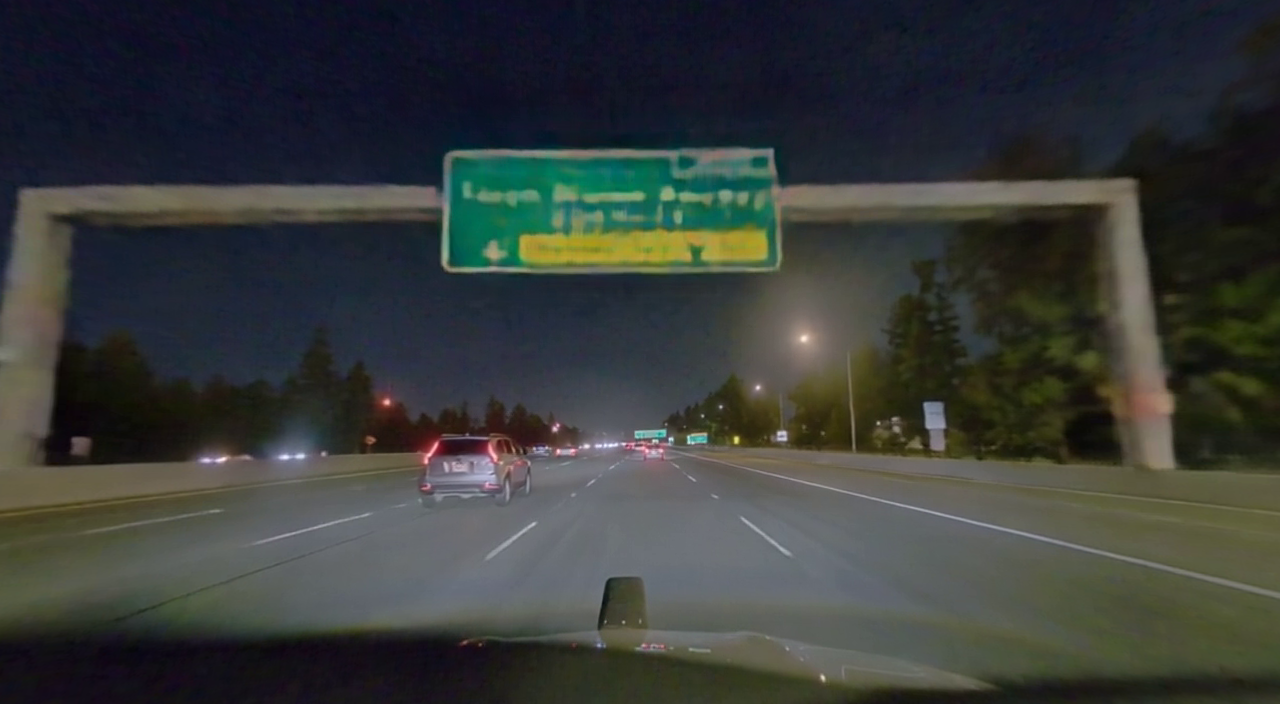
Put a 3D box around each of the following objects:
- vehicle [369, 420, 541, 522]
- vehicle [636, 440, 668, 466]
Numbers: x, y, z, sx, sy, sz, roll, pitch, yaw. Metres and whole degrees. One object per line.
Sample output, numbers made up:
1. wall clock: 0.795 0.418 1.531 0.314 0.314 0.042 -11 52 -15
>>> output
1. vehicle: -3.605 2.419 13.347 2.214 1.759 4.435 -1 -8 1
2. vehicle: 0.751 6.709 42.085 2.023 1.589 4.030 0 -8 0
